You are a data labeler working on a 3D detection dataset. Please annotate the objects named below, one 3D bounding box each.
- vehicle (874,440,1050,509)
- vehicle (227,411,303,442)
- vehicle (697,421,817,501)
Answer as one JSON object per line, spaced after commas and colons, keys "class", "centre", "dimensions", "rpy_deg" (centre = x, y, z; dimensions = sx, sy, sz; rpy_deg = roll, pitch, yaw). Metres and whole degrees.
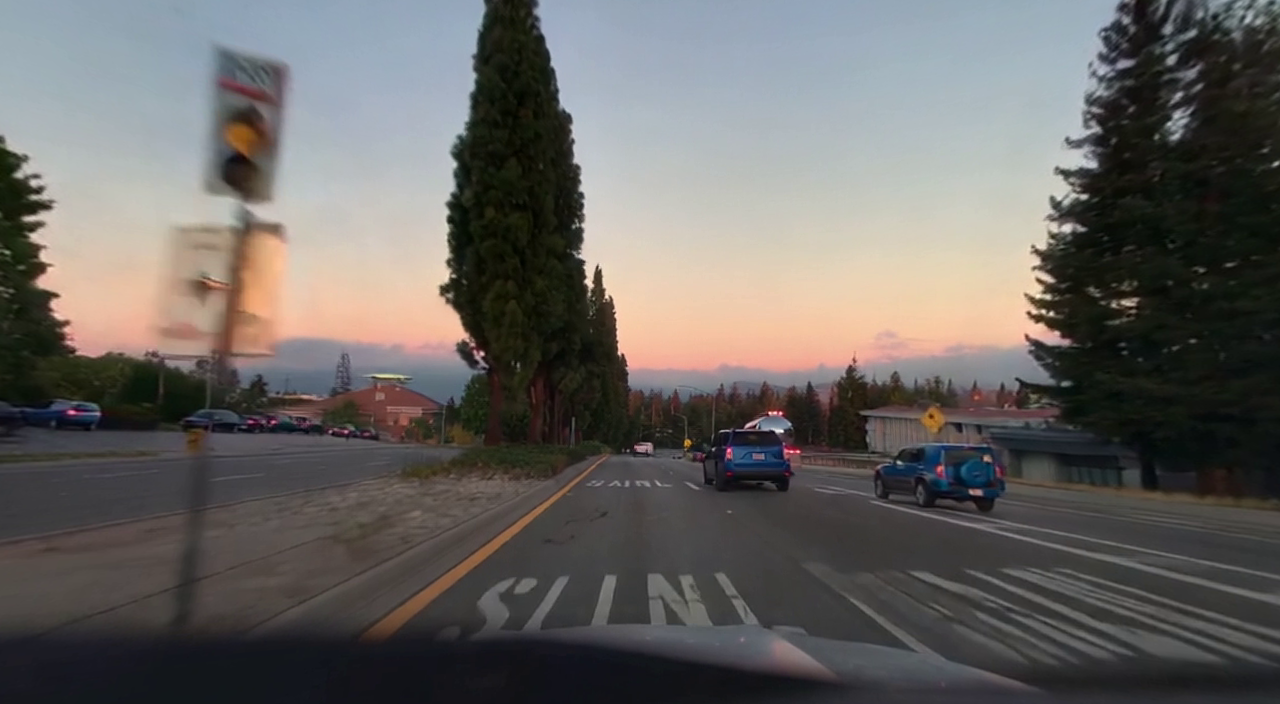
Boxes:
{"class": "vehicle", "centre": [7.834, 2.983, 15.914], "dimensions": [1.966, 1.476, 4.270], "rpy_deg": [1, -8, -4]}
{"class": "vehicle", "centre": [-28.974, 5.759, 48.726], "dimensions": [4.573, 1.751, 2.109], "rpy_deg": [6, -7, 11]}
{"class": "vehicle", "centre": [2.755, 2.700, 16.022], "dimensions": [2.045, 1.729, 4.532], "rpy_deg": [0, -8, -1]}
